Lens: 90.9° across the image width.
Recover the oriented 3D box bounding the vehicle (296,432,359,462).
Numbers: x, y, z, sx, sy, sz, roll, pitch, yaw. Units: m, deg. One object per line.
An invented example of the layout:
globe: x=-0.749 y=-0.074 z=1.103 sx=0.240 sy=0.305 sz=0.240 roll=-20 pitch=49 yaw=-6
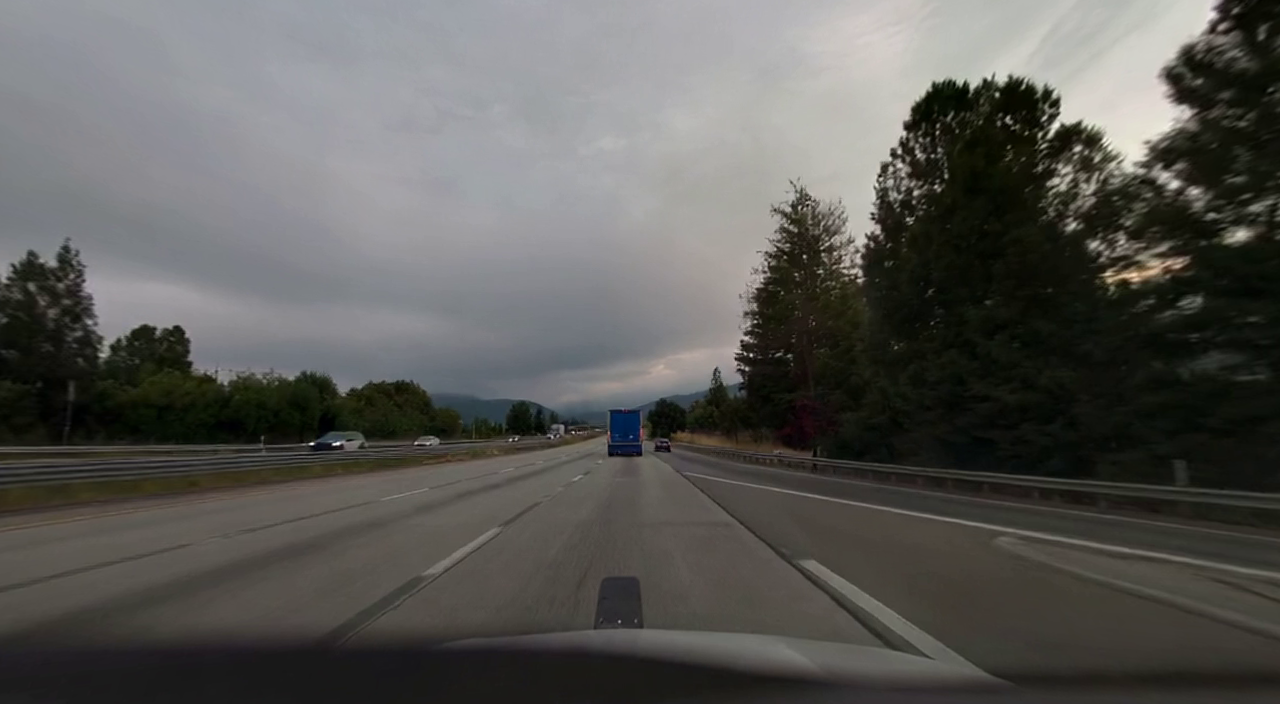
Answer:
vehicle: x=-19.913 y=6.046 z=40.371 sx=2.157 sy=1.776 sz=4.374 roll=0 pitch=-7 yaw=-6
